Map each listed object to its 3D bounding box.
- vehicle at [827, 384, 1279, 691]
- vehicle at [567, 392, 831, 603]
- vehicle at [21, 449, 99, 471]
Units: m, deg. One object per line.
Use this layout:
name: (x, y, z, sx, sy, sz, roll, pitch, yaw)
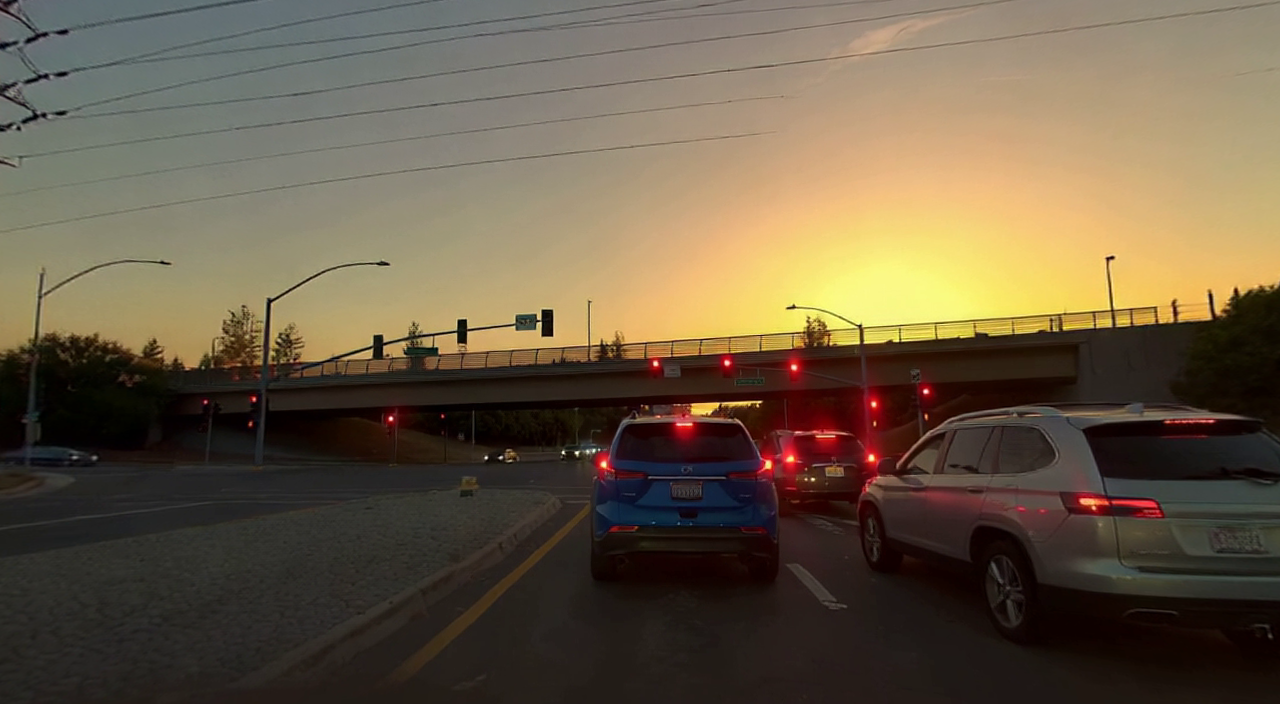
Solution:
vehicle: (3.408, 1.337, 5.783, 1.990, 1.649, 4.625, 0, -8, 0)
vehicle: (0.455, 1.553, 7.616, 2.240, 1.778, 4.335, 0, -8, -1)
vehicle: (-40.838, 7.563, 44.458, 4.647, 1.453, 1.881, -3, -9, 18)
